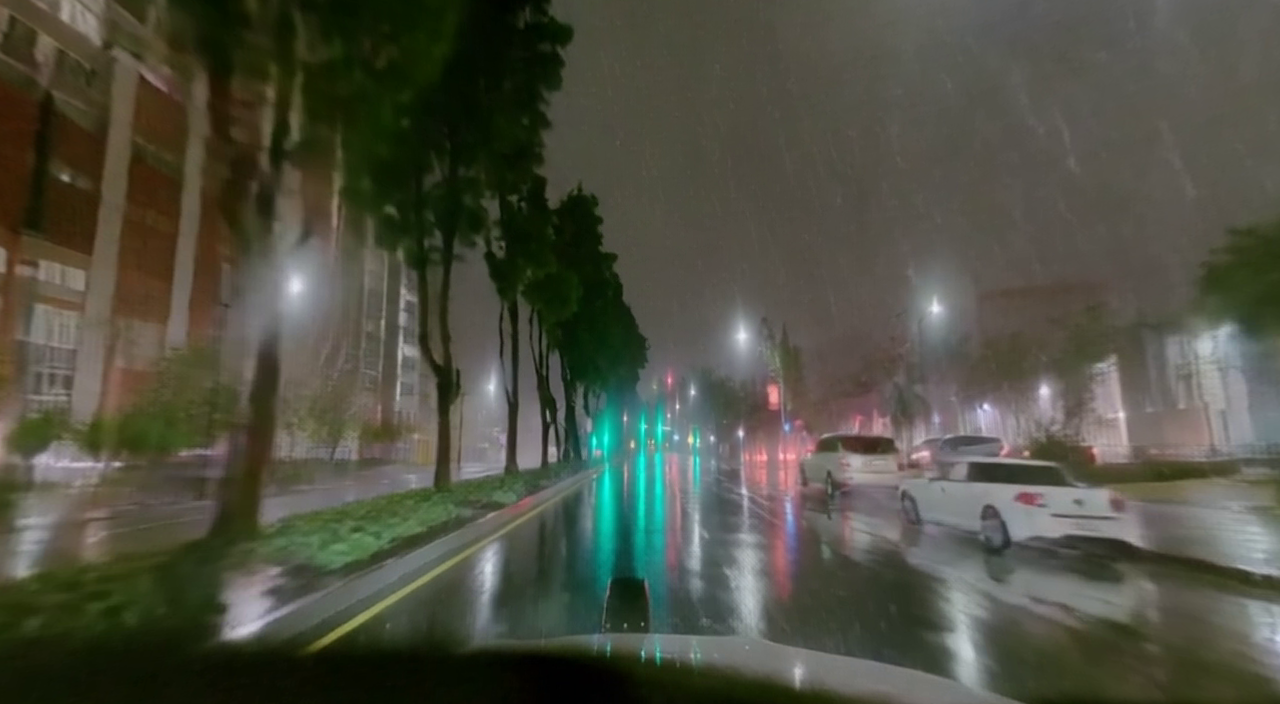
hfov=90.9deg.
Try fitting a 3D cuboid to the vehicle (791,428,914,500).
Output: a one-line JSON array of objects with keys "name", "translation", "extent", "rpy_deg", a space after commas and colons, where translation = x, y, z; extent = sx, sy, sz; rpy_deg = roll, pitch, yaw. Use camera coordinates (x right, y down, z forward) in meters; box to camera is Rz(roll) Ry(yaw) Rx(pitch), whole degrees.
[{"name": "vehicle", "translation": [6.228, 3.326, 19.161], "extent": [2.045, 1.890, 4.876], "rpy_deg": [0, -8, 0]}]

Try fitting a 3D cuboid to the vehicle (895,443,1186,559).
[{"name": "vehicle", "translation": [6.224, 2.306, 10.673], "extent": [1.948, 1.511, 4.623], "rpy_deg": [0, -8, 1]}]

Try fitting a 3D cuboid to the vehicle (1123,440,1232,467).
[{"name": "vehicle", "translation": [30.362, 5.741, 35.691], "extent": [4.373, 1.489, 1.908], "rpy_deg": [0, -8, 1]}]
